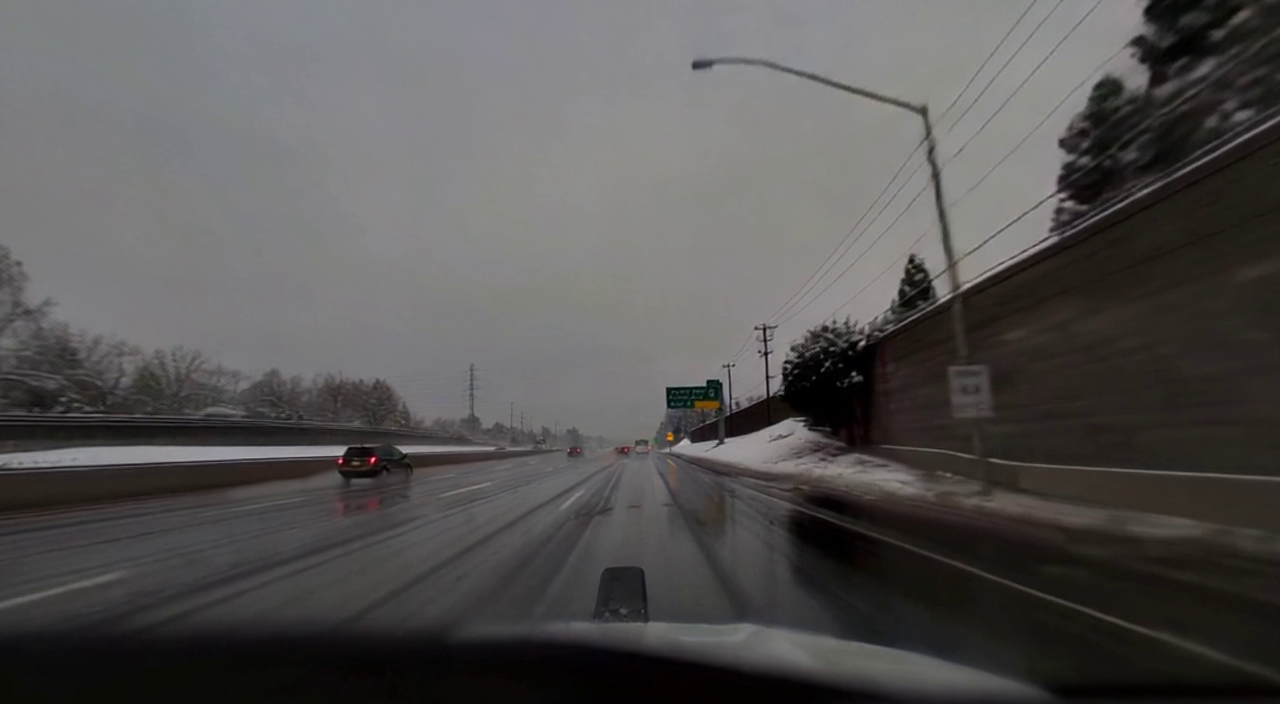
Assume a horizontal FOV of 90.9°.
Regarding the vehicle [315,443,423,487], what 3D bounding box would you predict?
[{"bbox_3d":[-10.144,4.235,24.066,2.056,1.476,4.562,-1,-8,1],"label":"vehicle"}]
